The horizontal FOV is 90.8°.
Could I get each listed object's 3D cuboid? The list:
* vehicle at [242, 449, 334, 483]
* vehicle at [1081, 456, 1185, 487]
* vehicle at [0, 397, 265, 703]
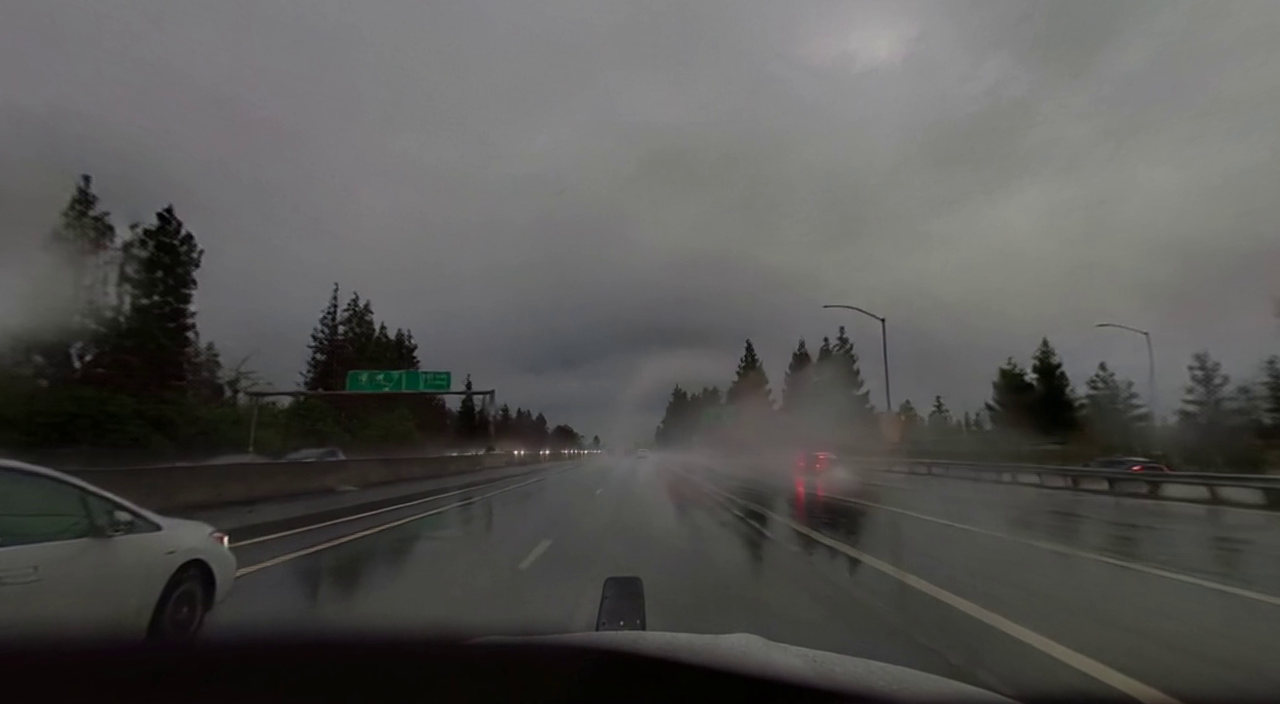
[{"bbox_3d":[-15.768,5.122,28.525,1.874,1.400,3.879,0,-9,0],"label":"vehicle"},{"bbox_3d":[30.812,7.451,39.534,1.973,1.766,4.726,8,-12,-41],"label":"vehicle"},{"bbox_3d":[-4.002,0.998,2.851,1.988,1.585,4.215,0,-9,0],"label":"vehicle"}]
